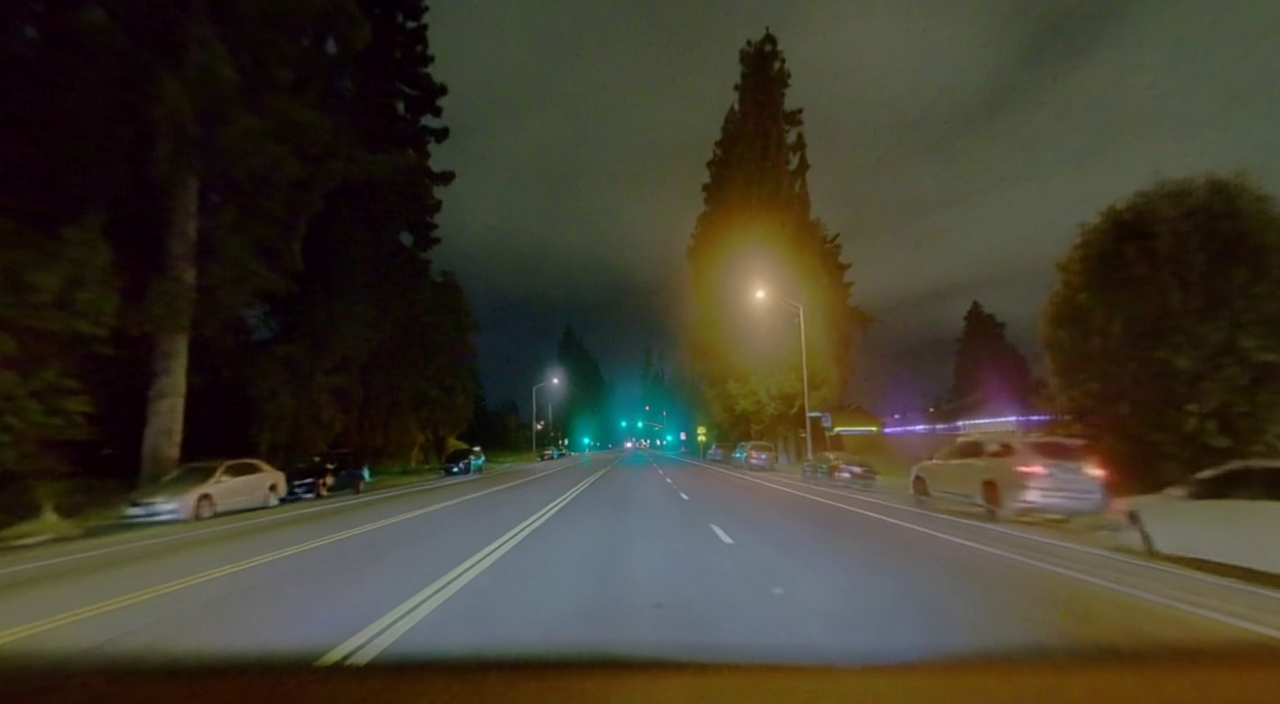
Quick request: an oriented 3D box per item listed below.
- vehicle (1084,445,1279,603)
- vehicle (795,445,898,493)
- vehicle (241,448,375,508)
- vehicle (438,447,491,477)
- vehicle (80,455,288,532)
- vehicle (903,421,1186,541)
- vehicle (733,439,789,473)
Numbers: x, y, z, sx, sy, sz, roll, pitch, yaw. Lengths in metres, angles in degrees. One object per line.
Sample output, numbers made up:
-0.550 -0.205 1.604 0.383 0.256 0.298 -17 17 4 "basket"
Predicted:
6.881 1.665 6.367 1.882 1.433 4.622 -1 -9 7 "vehicle"
7.214 4.105 22.634 1.982 1.479 4.687 0 -8 -2 "vehicle"
-10.637 4.041 20.693 1.974 1.682 4.339 -2 -9 1 "vehicle"
-10.998 6.905 39.883 2.048 1.692 4.635 -2 -9 0 "vehicle"
-10.741 3.311 15.356 1.840 1.526 4.214 0 -8 1 "vehicle"
7.293 2.364 12.346 2.064 1.802 5.293 0 -8 1 "vehicle"
6.898 5.984 36.625 2.087 1.762 5.493 0 -8 0 "vehicle"
